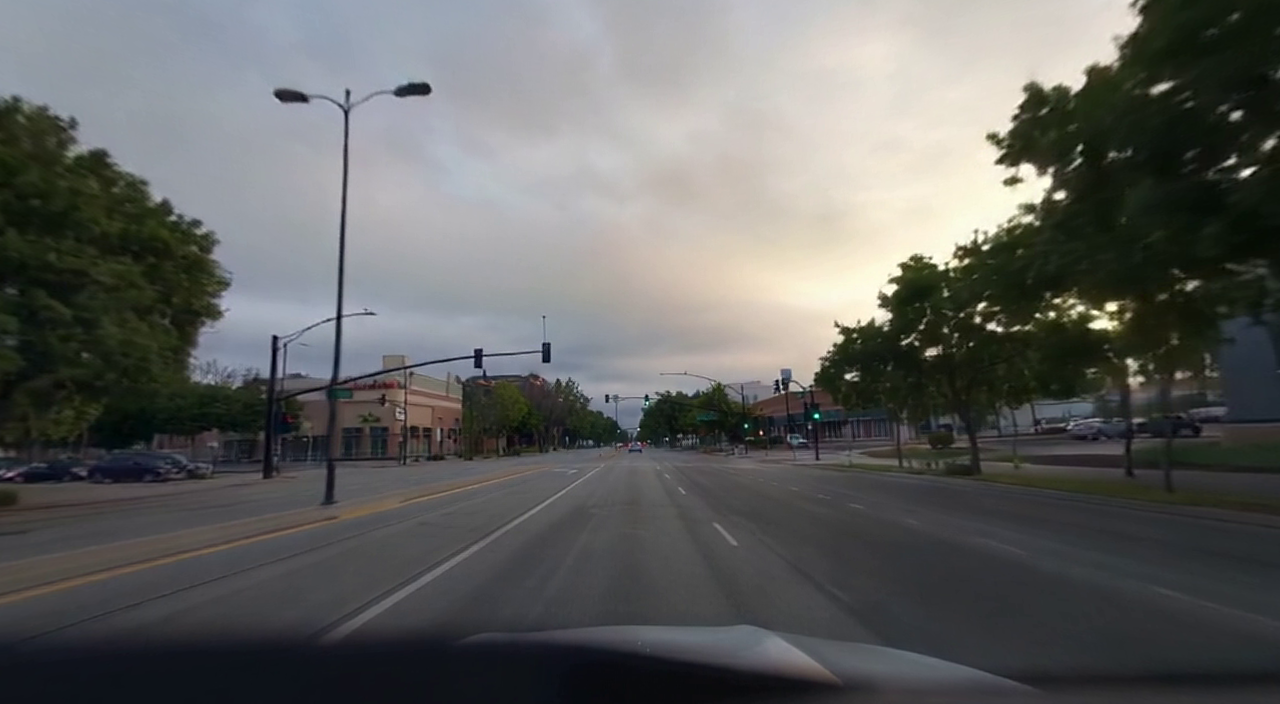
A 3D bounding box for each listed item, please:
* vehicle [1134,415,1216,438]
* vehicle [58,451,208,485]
[{"bbox_3d":[40.038,5.607,47.343,4.388,1.651,1.918,0,-9,-2],"label":"vehicle"},{"bbox_3d":[-29.629,6.774,37.119,6.525,1.890,2.481,0,-9,-1],"label":"vehicle"}]
